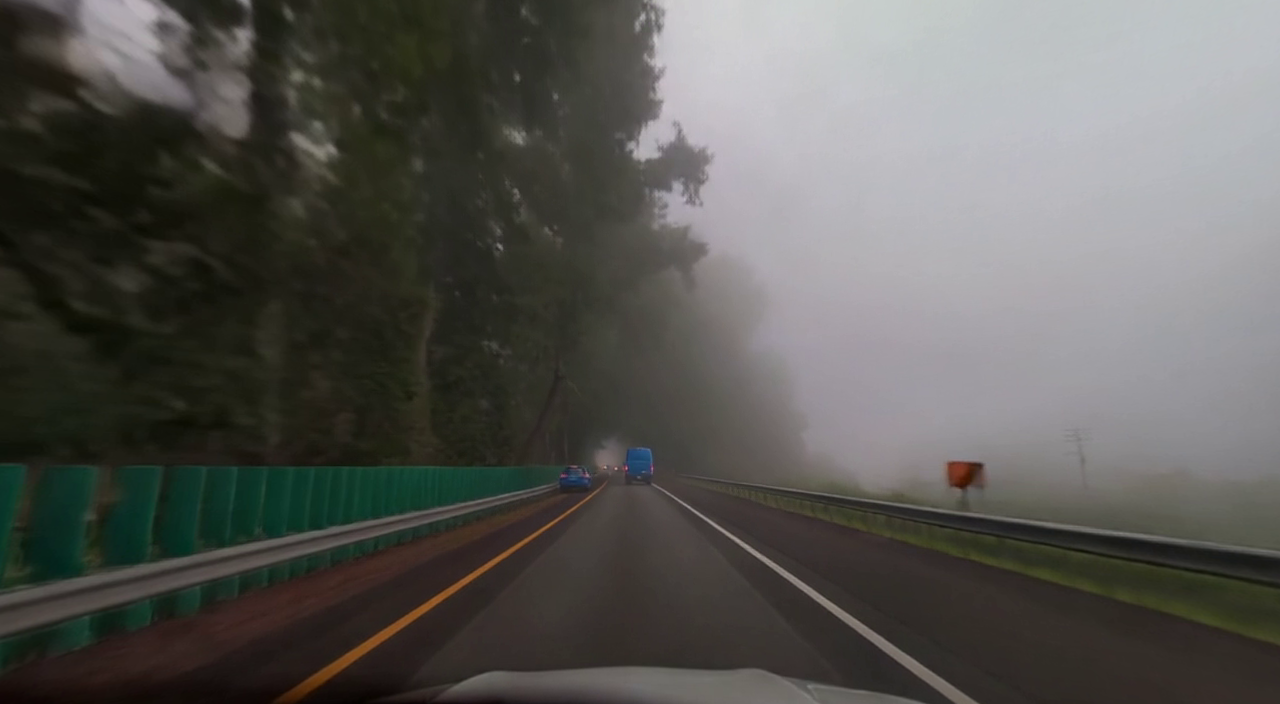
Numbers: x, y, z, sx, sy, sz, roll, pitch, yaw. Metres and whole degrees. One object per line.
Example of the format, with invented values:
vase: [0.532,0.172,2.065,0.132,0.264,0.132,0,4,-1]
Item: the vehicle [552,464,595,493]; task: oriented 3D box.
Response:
vehicle: [-3.725,7.185,35.853,2.038,1.490,4.391,1,-11,-1]
